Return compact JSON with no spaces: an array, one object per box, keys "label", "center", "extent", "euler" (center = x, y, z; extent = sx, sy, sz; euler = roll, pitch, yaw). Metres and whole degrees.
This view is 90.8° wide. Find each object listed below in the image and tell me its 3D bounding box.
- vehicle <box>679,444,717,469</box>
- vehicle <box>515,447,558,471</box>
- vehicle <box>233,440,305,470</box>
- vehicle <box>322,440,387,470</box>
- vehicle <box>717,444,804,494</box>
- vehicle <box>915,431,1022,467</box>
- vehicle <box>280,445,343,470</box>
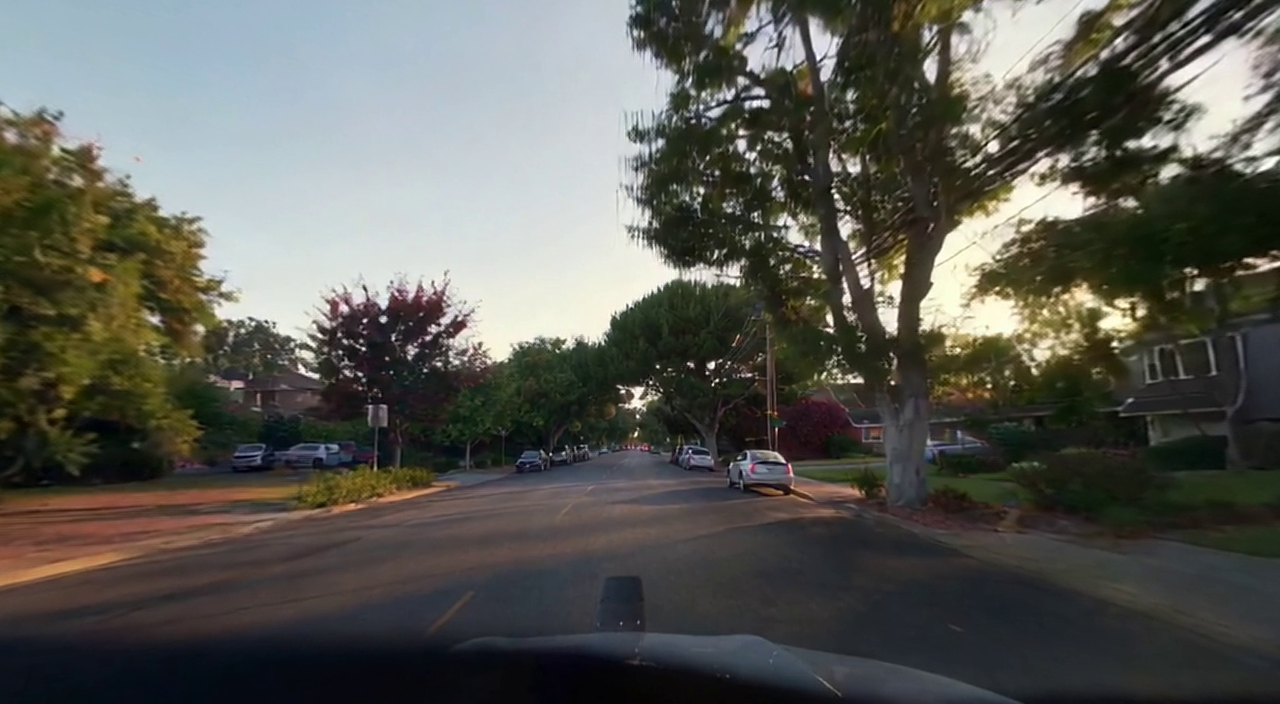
[{"label":"vehicle","center":[3.511,6.432,38.890],"extent":[1.763,1.432,4.323],"euler":[0,-9,-2]},{"label":"vehicle","center":[-6.616,6.886,40.801],"extent":[2.031,1.454,4.410],"euler":[0,-9,-1]},{"label":"vehicle","center":[-23.243,6.481,39.783],"extent":[1.879,1.761,4.199],"euler":[0,-9,1]},{"label":"vehicle","center":[-17.987,6.514,40.049],"extent":[1.925,1.750,4.489],"euler":[0,-9,1]},{"label":"vehicle","center":[3.719,3.682,20.239],"extent":[1.782,1.439,4.037],"euler":[0,-9,-3]},{"label":"vehicle","center":[16.718,4.972,32.321],"extent":[4.355,1.674,1.914],"euler":[-1,-9,1]},{"label":"vehicle","center":[-20.377,6.544,39.375],"extent":[1.791,1.500,3.846],"euler":[0,-9,1]}]
